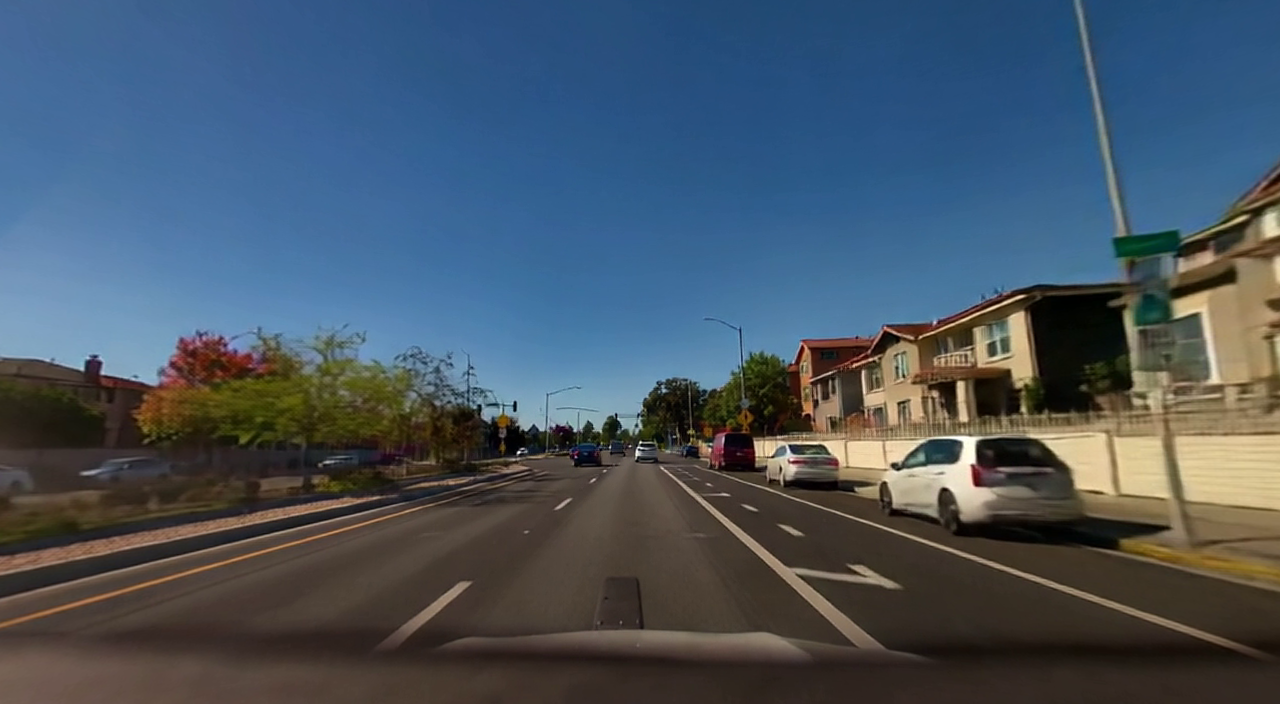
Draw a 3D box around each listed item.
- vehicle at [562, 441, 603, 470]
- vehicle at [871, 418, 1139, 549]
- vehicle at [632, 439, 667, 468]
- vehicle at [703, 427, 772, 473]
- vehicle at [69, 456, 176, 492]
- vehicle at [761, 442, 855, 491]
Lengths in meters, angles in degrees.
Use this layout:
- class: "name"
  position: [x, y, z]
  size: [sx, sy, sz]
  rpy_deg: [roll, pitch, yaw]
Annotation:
- class: "vehicle"
  position: [-3.712, 6.787, 41.460]
  size: [2.233, 1.775, 4.491]
  rpy_deg: [0, -9, 1]
- class: "vehicle"
  position: [5.803, 2.139, 10.932]
  size: [2.020, 1.762, 4.559]
  rpy_deg: [0, -9, 2]
- class: "vehicle"
  position: [0.608, 7.072, 44.178]
  size: [2.273, 1.851, 5.075]
  rpy_deg: [0, -9, -1]
- class: "vehicle"
  position: [5.455, 5.686, 36.799]
  size: [2.763, 2.329, 7.864]
  rpy_deg: [-1, -9, 0]
- class: "vehicle"
  position: [-25.603, 6.026, 31.453]
  size: [1.794, 1.595, 4.123]
  rpy_deg: [0, -9, 0]
- class: "vehicle"
  position: [5.776, 3.979, 22.311]
  size: [1.910, 1.520, 4.375]
  rpy_deg: [0, -9, -3]
